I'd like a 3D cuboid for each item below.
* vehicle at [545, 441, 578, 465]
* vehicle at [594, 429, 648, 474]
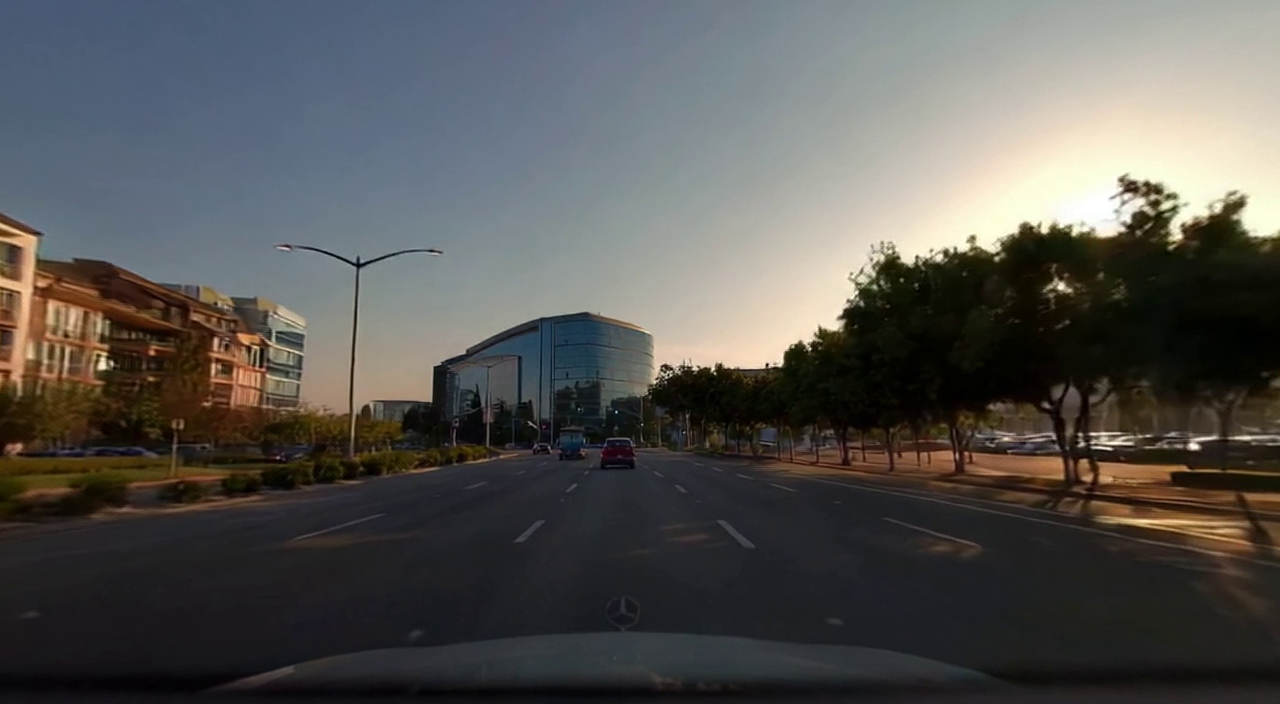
[{"bbox_3d":[-4.987,6.439,40.530,1.904,1.460,4.300,1,-8,-4],"label":"vehicle"},{"bbox_3d":[-0.895,4.500,28.859,2.260,1.872,4.578,0,-8,-3],"label":"vehicle"}]
